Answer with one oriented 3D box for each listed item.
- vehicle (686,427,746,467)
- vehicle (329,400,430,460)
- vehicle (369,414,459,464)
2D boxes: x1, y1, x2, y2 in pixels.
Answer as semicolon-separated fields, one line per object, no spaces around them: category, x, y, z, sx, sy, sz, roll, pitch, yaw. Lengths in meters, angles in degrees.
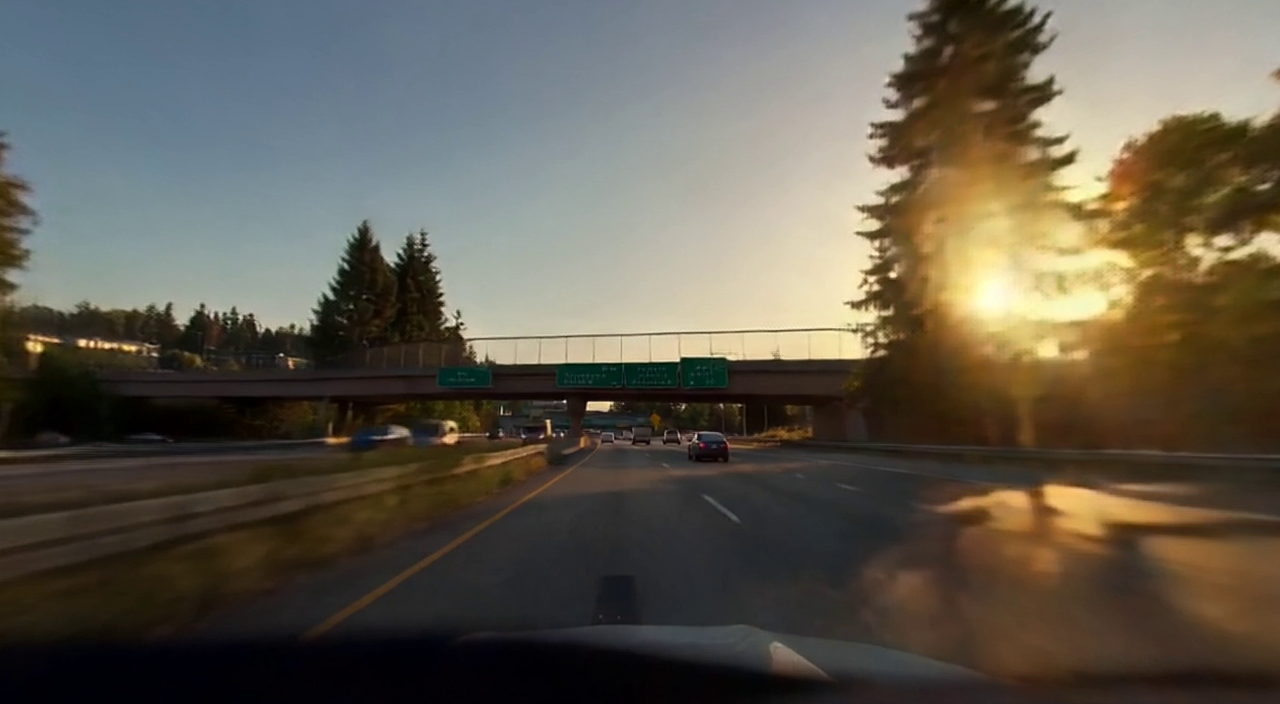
vehicle;3.230;4.094;27.385;1.938;1.578;3.764;0;-8;-3
vehicle;-13.896;4.270;34.416;2.596;2.931;7.236;0;-8;-2
vehicle;-9.412;3.691;26.790;2.163;1.902;4.715;0;-8;-1
